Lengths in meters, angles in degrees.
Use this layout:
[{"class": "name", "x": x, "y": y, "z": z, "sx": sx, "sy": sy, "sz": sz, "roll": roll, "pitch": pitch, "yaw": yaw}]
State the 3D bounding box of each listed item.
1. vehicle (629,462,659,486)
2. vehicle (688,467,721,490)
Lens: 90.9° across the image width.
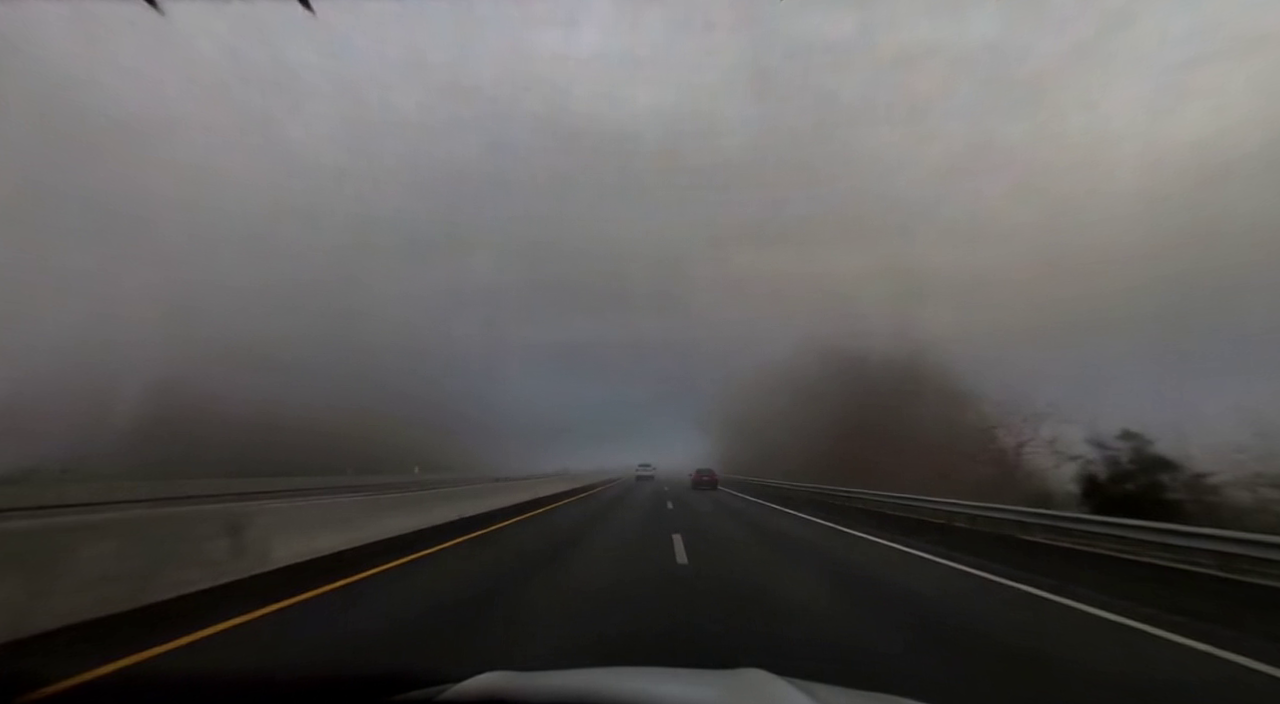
[{"class": "vehicle", "x": 0.347, "y": 9.637, "z": 49.916, "sx": 2.160, "sy": 1.721, "sz": 4.368, "roll": 0, "pitch": -10, "yaw": 3}, {"class": "vehicle", "x": 4.458, "y": 8.808, "z": 43.981, "sx": 1.937, "sy": 1.467, "sz": 4.061, "roll": 1, "pitch": -10, "yaw": 1}]
